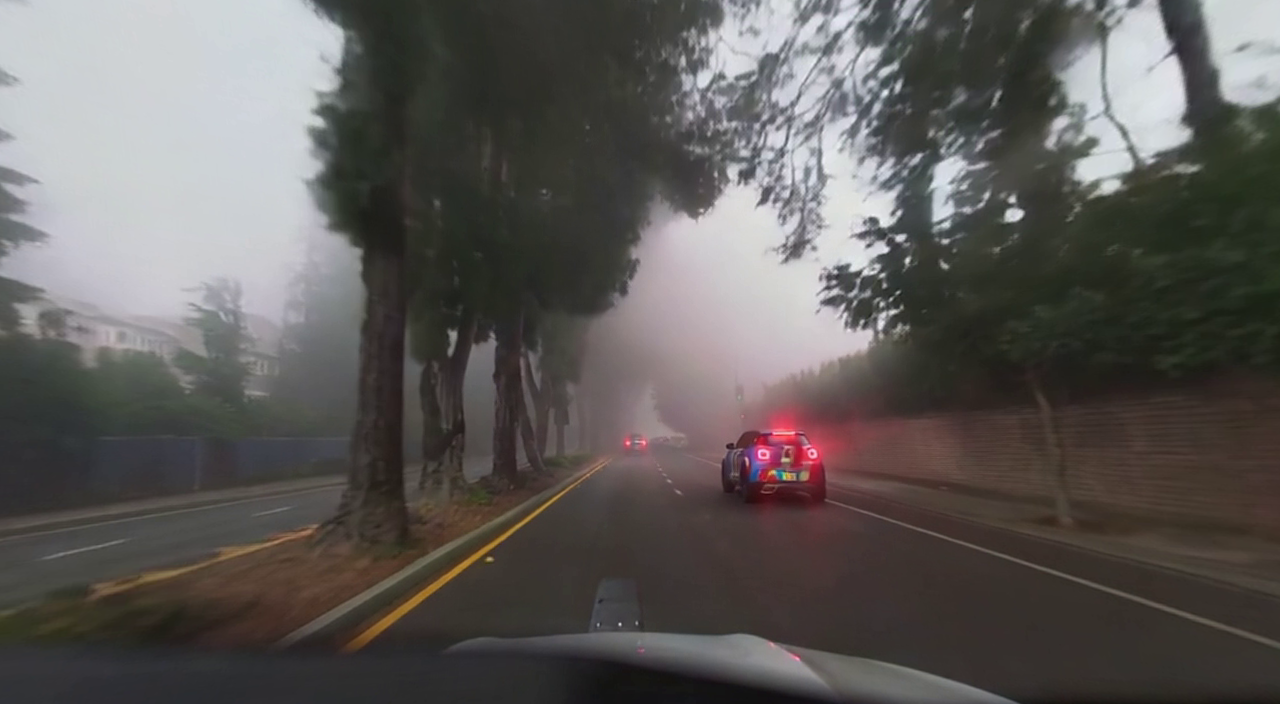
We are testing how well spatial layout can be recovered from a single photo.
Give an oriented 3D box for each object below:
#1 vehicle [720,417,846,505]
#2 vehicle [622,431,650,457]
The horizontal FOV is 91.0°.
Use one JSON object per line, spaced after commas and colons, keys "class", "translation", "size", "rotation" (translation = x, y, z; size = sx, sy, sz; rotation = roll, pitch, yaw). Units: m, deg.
{"class": "vehicle", "translation": [3.091, 2.461, 14.547], "size": [1.840, 1.709, 4.202], "rotation": [0, -8, -1]}
{"class": "vehicle", "translation": [-0.311, 6.657, 45.423], "size": [1.984, 1.777, 3.148], "rotation": [0, -8, -1]}
